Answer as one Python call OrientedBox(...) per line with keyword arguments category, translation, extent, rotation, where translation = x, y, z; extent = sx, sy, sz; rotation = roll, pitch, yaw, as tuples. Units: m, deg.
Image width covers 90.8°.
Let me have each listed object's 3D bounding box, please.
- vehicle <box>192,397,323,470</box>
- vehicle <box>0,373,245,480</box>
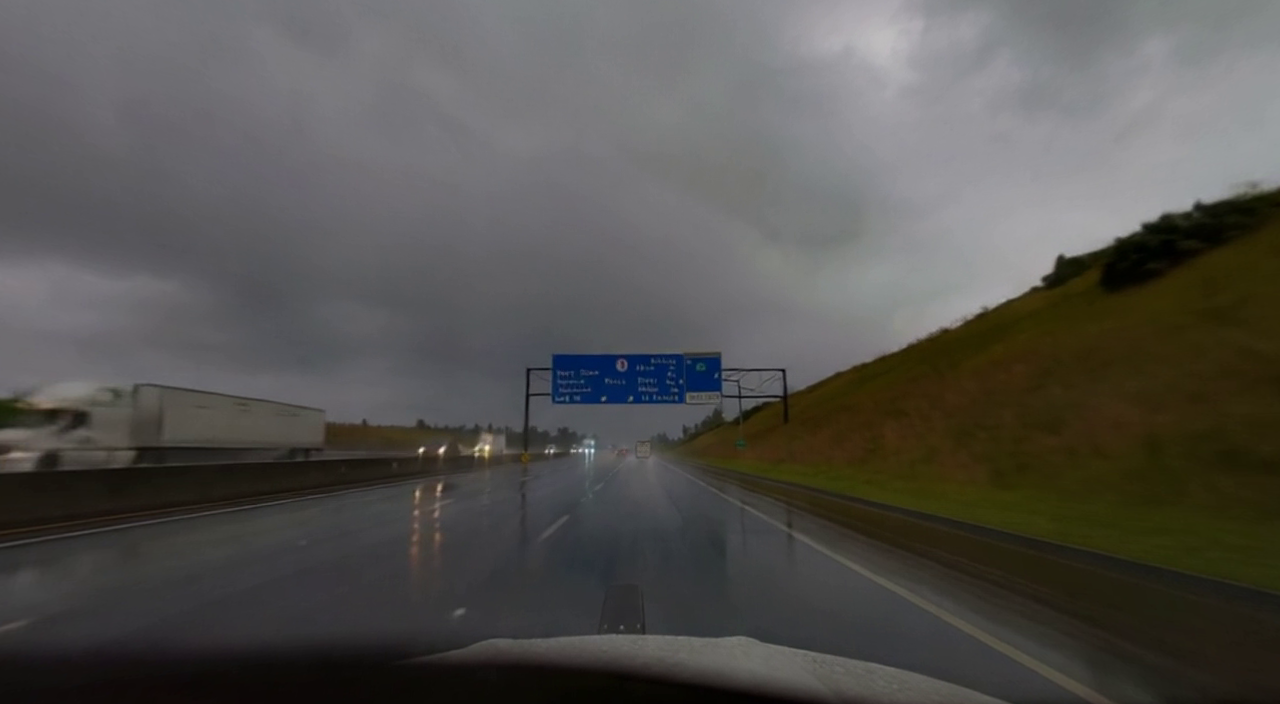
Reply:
OrientedBox(category="vehicle", translation=(-22.855, 5.068, 38.420), extent=(2.821, 3.954, 8.123), rotation=(0, -9, 0))
OrientedBox(category="vehicle", translation=(-22.794, 3.546, 28.730), extent=(3.004, 3.989, 10.208), rotation=(0, -9, 0))
